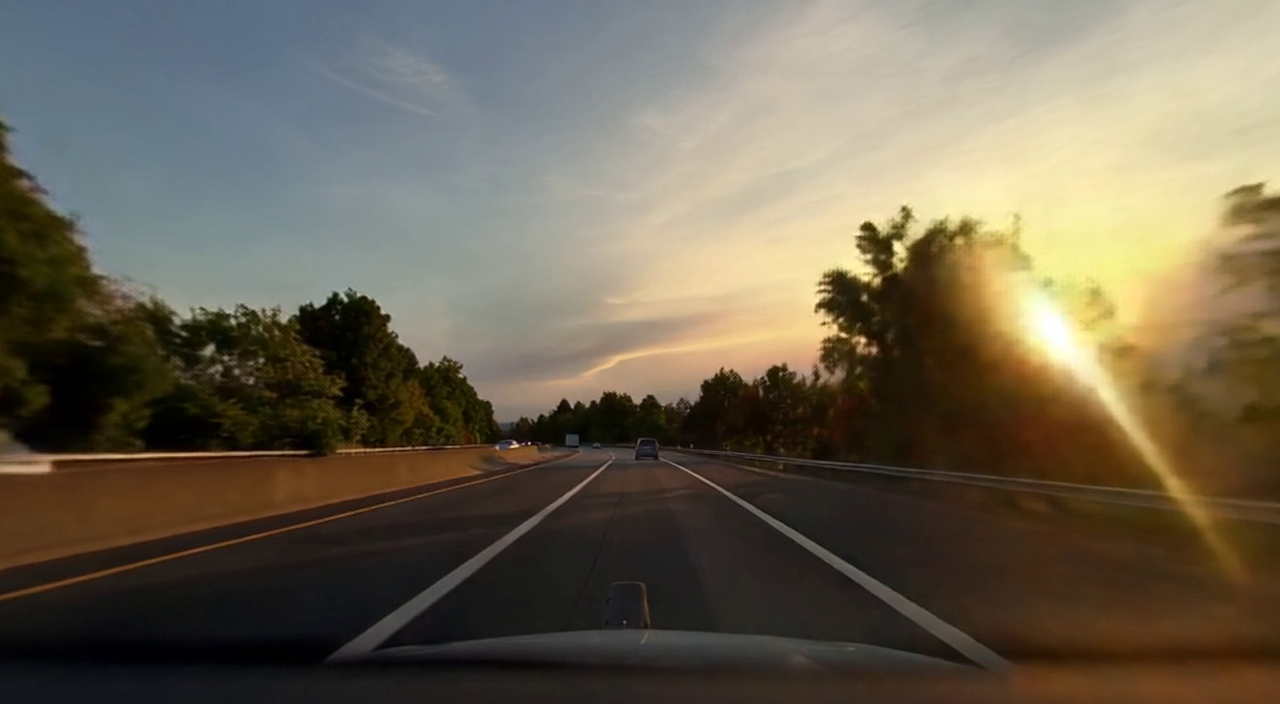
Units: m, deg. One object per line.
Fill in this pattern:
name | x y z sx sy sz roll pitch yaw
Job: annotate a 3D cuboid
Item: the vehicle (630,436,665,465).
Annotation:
vehicle | 0.426 6.397 40.997 2.079 1.729 4.380 0 -8 -2
